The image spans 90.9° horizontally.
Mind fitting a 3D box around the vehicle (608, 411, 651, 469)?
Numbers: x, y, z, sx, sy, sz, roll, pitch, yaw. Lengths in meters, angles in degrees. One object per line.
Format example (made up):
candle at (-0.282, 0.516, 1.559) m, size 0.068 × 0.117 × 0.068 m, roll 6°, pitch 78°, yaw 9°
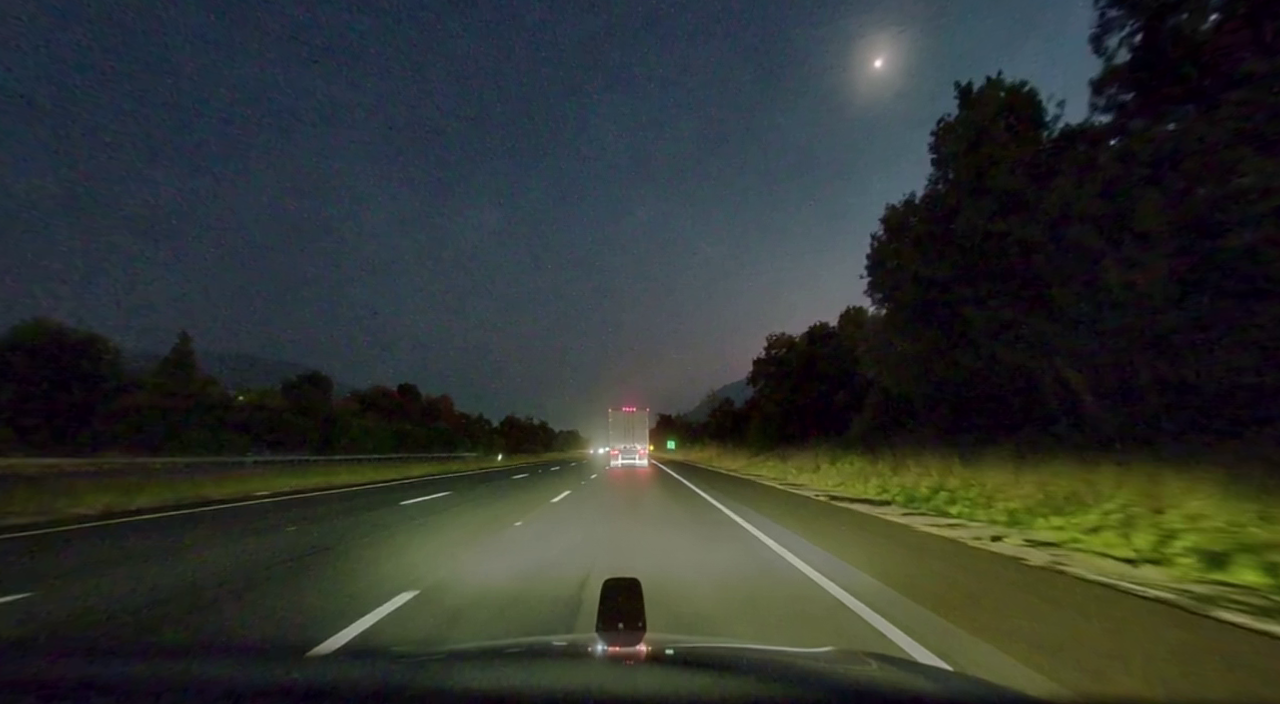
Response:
vehicle at (-0.767, 6.940, 48.979) m, size 2.982 × 3.947 × 11.075 m, roll 0°, pitch -9°, yaw 0°
